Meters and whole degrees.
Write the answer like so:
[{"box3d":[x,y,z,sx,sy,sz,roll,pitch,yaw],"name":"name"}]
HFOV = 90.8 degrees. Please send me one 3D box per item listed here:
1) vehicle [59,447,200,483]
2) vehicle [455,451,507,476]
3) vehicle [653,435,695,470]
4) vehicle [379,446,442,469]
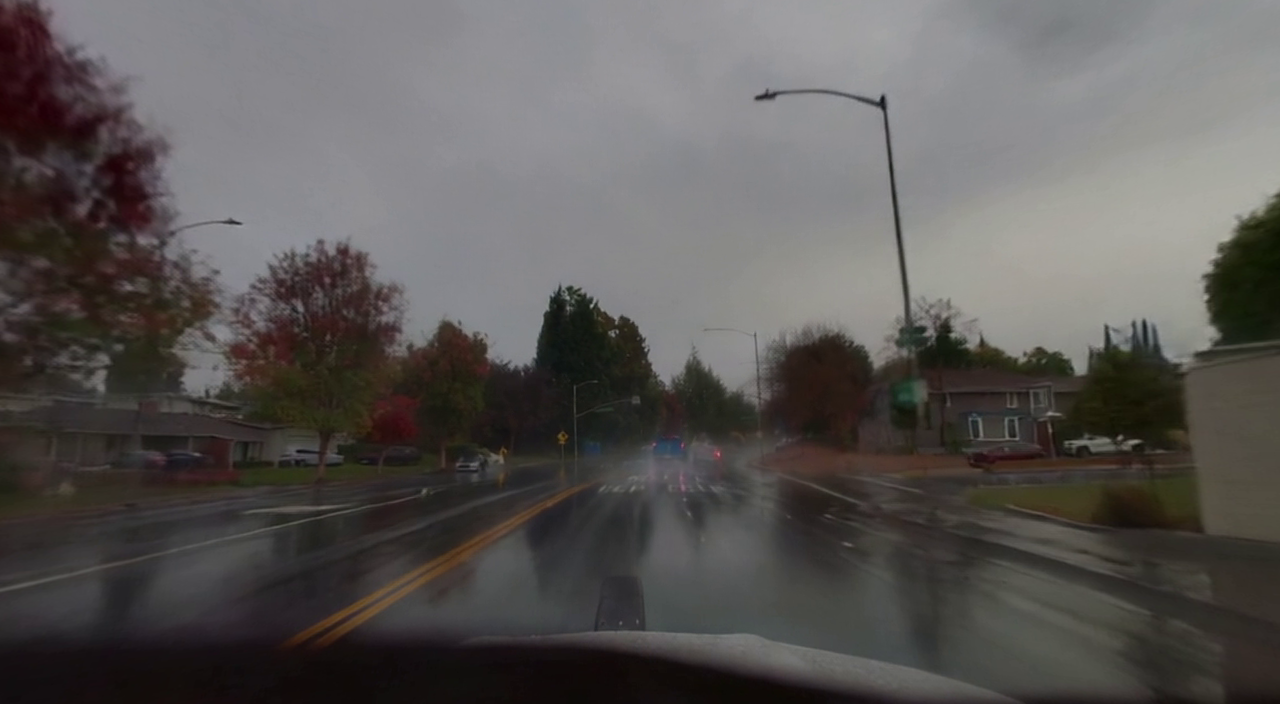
[{"box3d":[-25.881,5.717,32.251,4.975,1.732,2.165,2,-9,-14],"name":"vehicle"},{"box3d":[-11.058,7.759,44.243,1.873,1.508,4.483,-3,-8,9],"name":"vehicle"},{"box3d":[2.110,6.040,37.883,2.153,1.942,4.767,-1,-9,7],"name":"vehicle"},{"box3d":[-18.037,8.301,49.721,4.168,1.735,1.925,-1,-9,3],"name":"vehicle"}]
